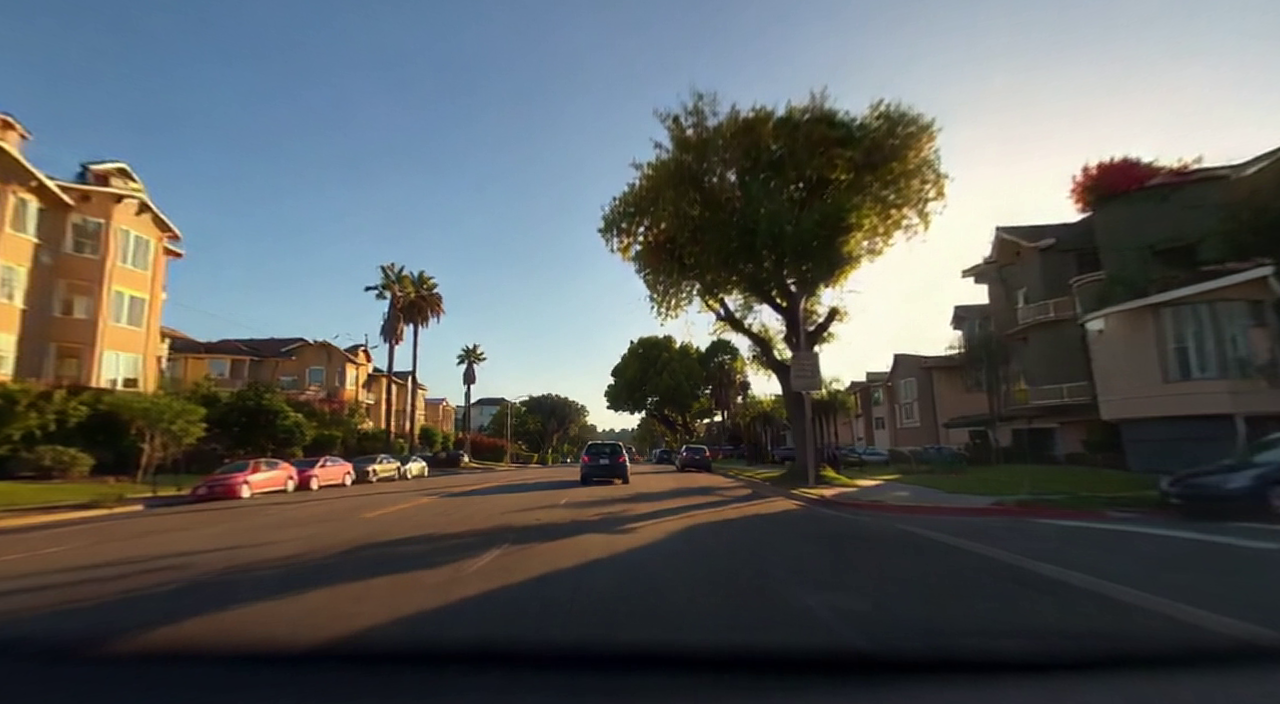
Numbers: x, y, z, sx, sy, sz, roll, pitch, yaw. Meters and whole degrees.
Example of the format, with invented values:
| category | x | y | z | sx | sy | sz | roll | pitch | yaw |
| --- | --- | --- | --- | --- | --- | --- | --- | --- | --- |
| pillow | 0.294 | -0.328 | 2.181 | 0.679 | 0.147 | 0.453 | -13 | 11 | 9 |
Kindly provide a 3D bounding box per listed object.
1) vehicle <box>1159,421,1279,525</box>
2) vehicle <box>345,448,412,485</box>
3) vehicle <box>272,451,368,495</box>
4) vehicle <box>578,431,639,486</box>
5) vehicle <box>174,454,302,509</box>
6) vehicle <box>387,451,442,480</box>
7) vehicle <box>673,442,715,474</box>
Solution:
| category | x | y | z | sx | sy | sz | roll | pitch | yaw |
| --- | --- | --- | --- | --- | --- | --- | --- | --- | --- |
| vehicle | 12.711 | 2.022 | 11.404 | 4.873 | 1.624 | 1.924 | -3 | -9 | -2 |
| vehicle | -14.187 | 6.202 | 34.420 | 1.890 | 1.640 | 4.320 | -3 | -7 | -1 |
| vehicle | -14.164 | 5.335 | 28.182 | 1.875 | 1.496 | 4.728 | -4 | -7 | 0 |
| vehicle | -1.060 | 3.975 | 23.730 | 1.994 | 1.810 | 5.057 | 0 | -9 | 1 |
| vehicle | -14.225 | 4.549 | 22.625 | 1.884 | 1.451 | 4.435 | -4 | -7 | -2 |
| vehicle | -14.273 | 7.169 | 40.083 | 1.877 | 1.443 | 4.677 | -3 | -7 | -1 |
| vehicle | 3.145 | 6.297 | 37.464 | 1.949 | 1.685 | 4.161 | 3 | -9 | -2 |
